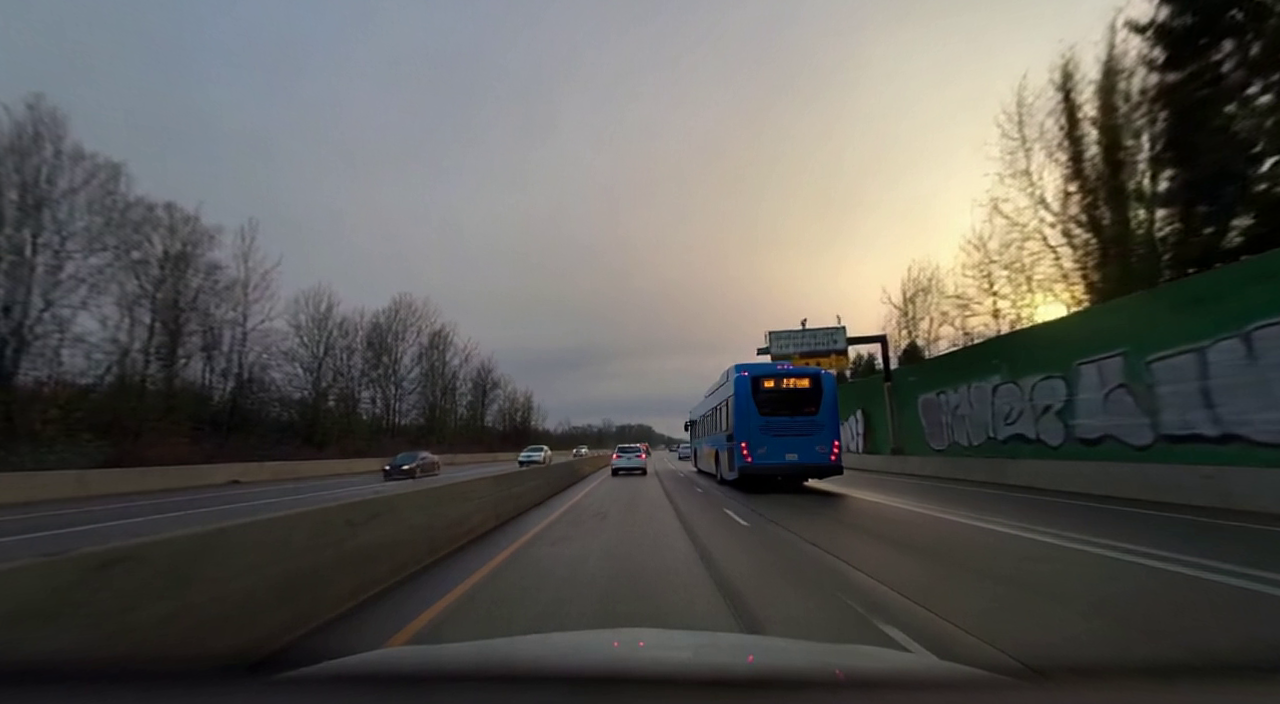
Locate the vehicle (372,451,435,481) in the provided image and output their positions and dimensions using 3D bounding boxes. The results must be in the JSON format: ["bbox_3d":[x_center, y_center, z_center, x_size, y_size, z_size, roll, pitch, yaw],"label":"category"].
[{"bbox_3d":[-12.721,6.125,33.927,1.813,1.456,3.830,-1,-9,1],"label":"vehicle"}]

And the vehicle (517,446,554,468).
[{"bbox_3d":[-8.137,8.260,49.332,2.064,1.648,4.371,-1,-9,2],"label":"vehicle"}]

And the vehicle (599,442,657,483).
[{"bbox_3d":[-0.417,4.491,25.692,2.160,1.532,4.073,-1,-9,1],"label":"vehicle"}]

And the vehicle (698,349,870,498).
[{"bbox_3d":[3.947,2.636,21.073,3.055,3.479,12.521,-1,-9,1],"label":"vehicle"}]
